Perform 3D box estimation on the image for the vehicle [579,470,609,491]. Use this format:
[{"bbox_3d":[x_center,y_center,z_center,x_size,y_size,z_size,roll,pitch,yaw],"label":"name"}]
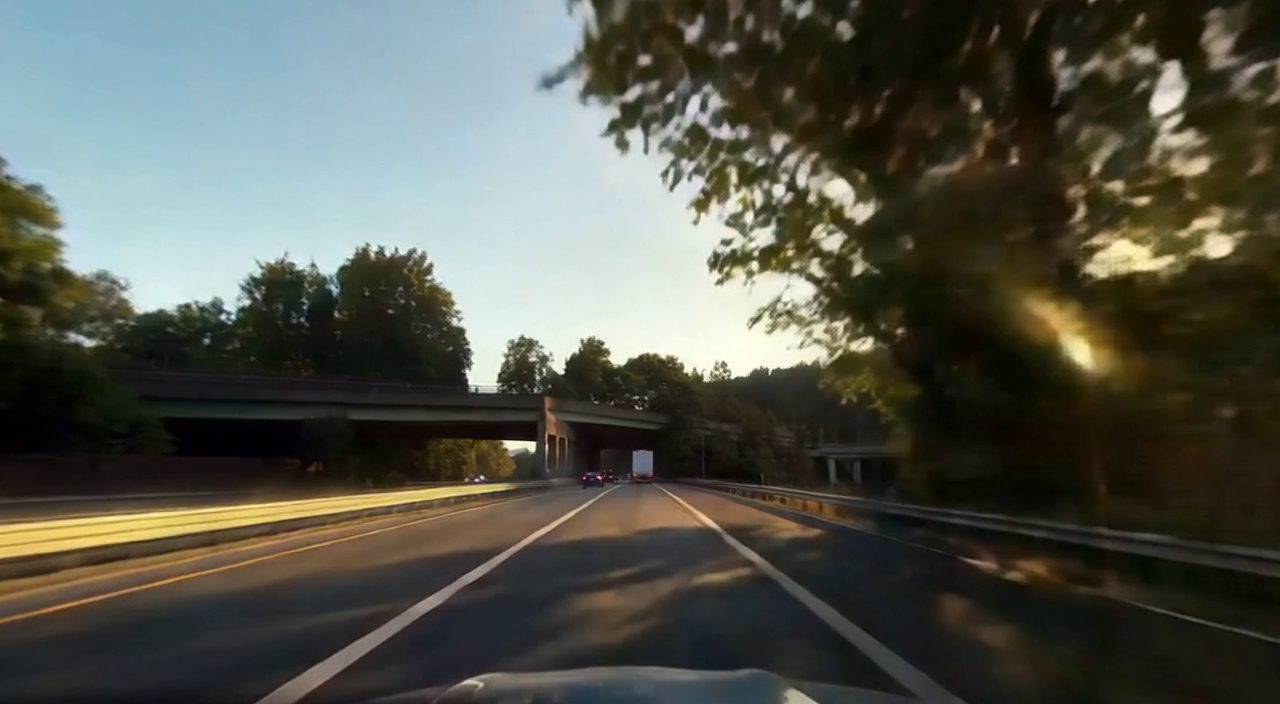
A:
[{"bbox_3d":[-3.498,9.816,48.332,1.976,1.514,3.917,1,-11,0],"label":"vehicle"}]
